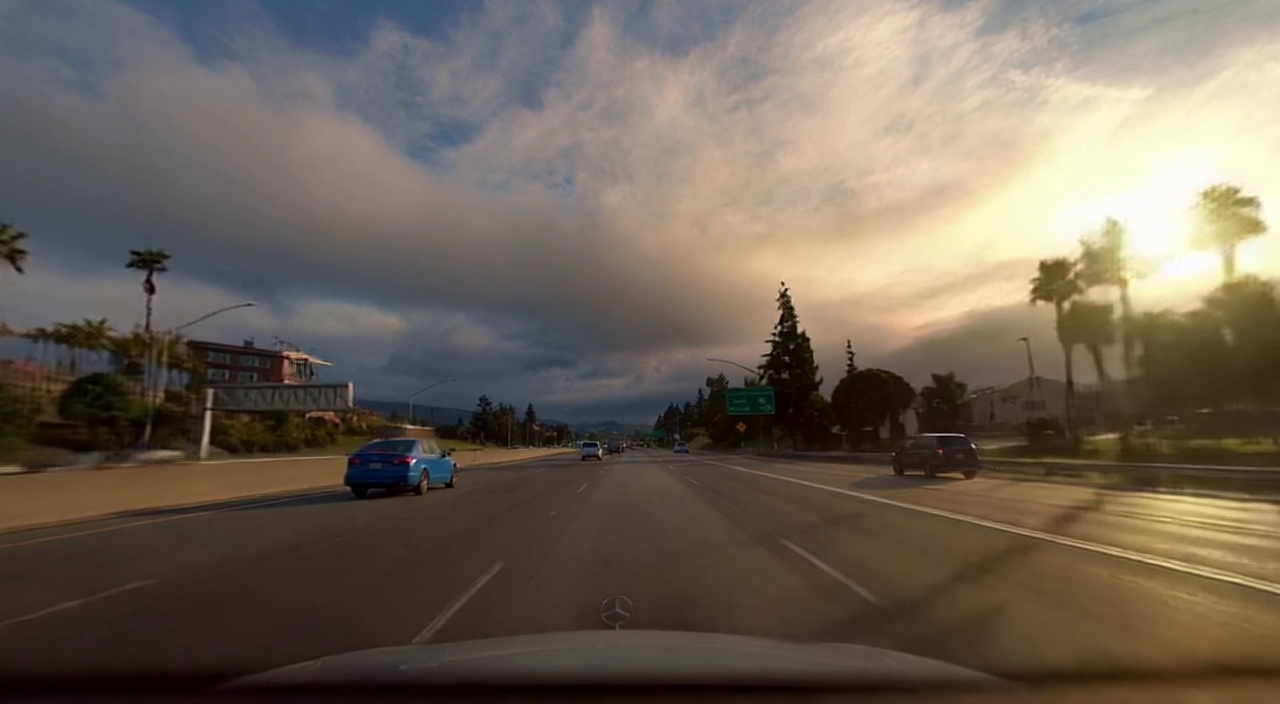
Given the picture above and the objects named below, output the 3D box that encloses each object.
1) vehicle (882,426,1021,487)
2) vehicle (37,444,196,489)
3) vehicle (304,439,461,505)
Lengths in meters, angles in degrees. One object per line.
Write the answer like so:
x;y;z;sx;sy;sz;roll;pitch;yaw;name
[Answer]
10.115;3.450;21.017;2.168;1.792;4.457;0;-9;-3;vehicle
-21.311;4.663;26.104;2.040;1.625;5.272;0;-9;0;vehicle
-6.535;3.100;16.811;2.018;1.480;4.999;0;-9;1;vehicle
